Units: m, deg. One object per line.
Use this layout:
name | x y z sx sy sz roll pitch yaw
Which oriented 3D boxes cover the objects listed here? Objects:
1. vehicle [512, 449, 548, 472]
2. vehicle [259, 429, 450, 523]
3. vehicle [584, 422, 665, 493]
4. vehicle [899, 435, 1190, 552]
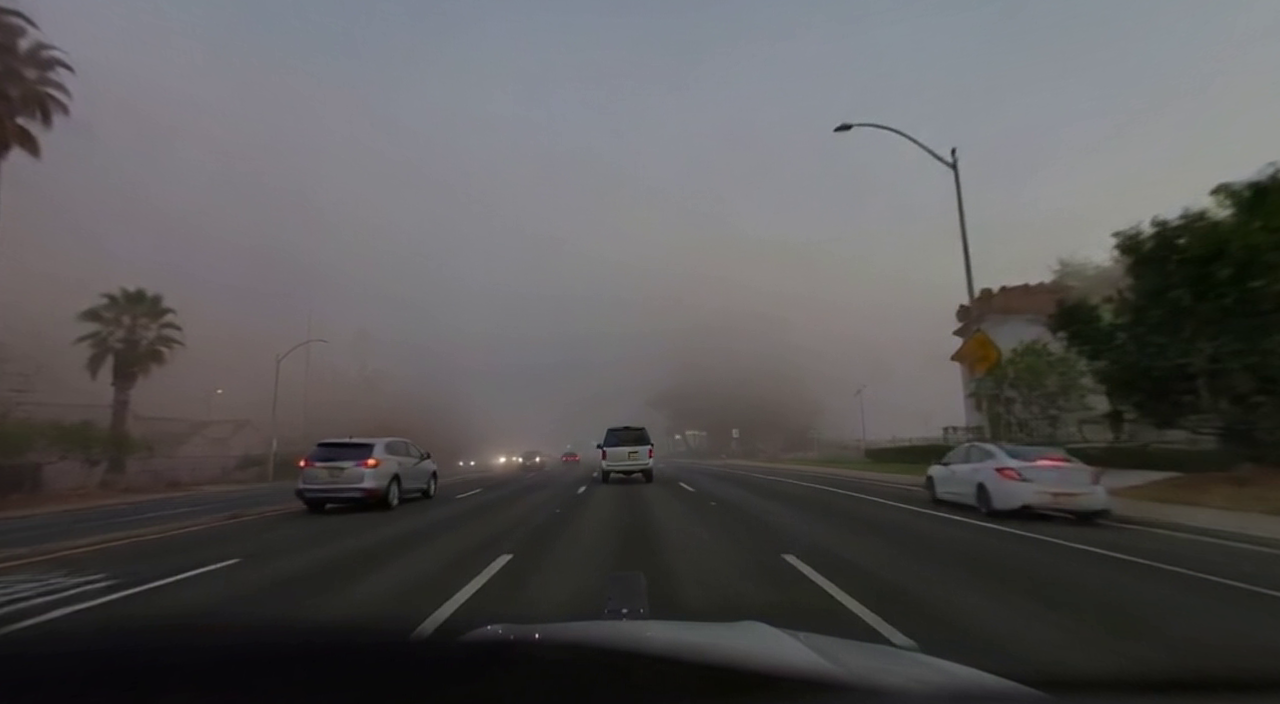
vehicle | -7.952 7.841 45.642 2.016 1.576 4.215 1 -9 -3
vehicle | -5.937 2.634 13.871 2.235 1.682 4.662 1 -9 -3
vehicle | -0.701 3.718 22.460 2.507 2.161 6.049 1 -9 -4
vehicle | 6.029 2.127 10.274 2.178 1.411 4.732 -1 -9 9
